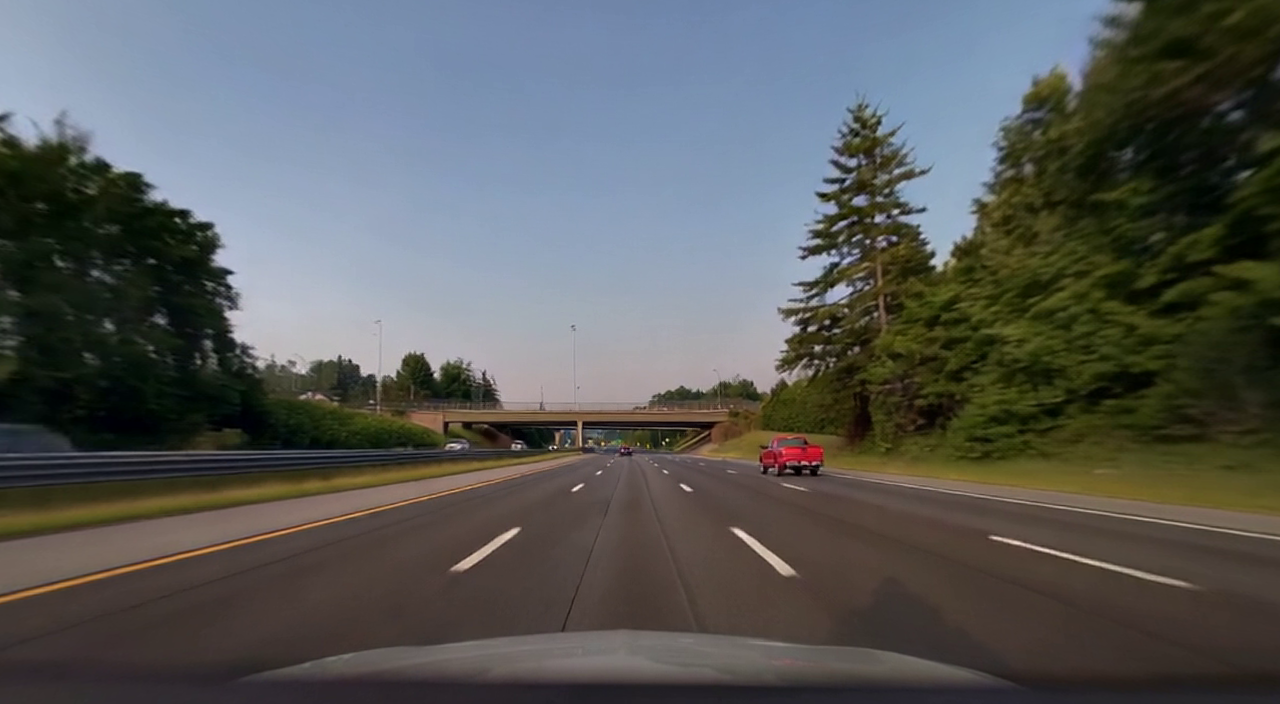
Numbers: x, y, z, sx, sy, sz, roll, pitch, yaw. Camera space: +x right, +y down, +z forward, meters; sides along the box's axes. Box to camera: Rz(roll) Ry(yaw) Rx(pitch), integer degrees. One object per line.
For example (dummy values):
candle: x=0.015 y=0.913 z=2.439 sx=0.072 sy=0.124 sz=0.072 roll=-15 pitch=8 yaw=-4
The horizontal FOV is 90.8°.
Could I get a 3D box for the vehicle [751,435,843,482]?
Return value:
vehicle: x=6.747 y=4.688 z=28.015 sx=2.395 sy=1.819 sz=6.086 roll=0 pitch=-9 yaw=-1
